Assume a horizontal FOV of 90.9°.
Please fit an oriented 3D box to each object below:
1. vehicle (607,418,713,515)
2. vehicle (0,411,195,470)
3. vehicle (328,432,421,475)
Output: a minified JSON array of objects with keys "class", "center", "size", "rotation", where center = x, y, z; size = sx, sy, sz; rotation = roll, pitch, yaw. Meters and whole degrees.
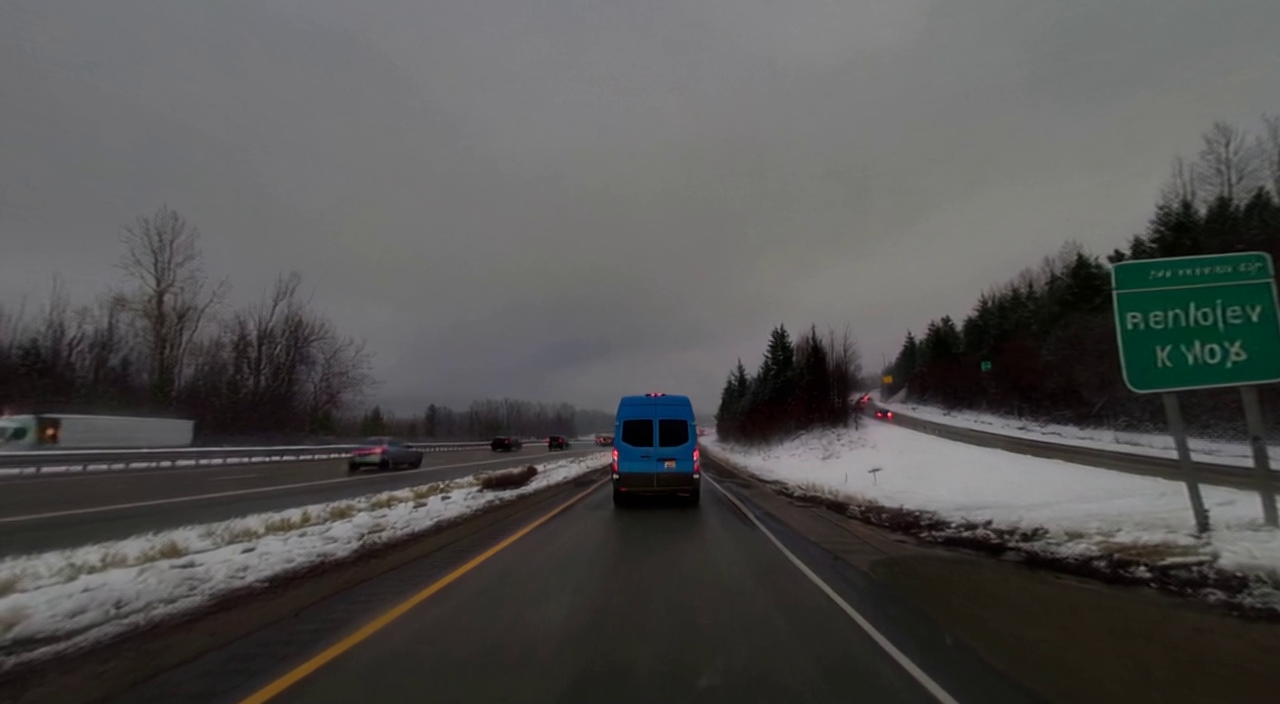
[{"class":"vehicle","center":[0.344,2.523,14.436],"size":[2.043,1.821,4.558],"rotation":[0,-8,-1]},{"class":"vehicle","center":[-33.691,5.480,38.938],"size":[3.138,3.051,11.898],"rotation":[-1,-8,4]},{"class":"vehicle","center":[-12.332,4.738,29.693],"size":[2.104,1.795,4.737],"rotation":[-1,-8,3]}]
